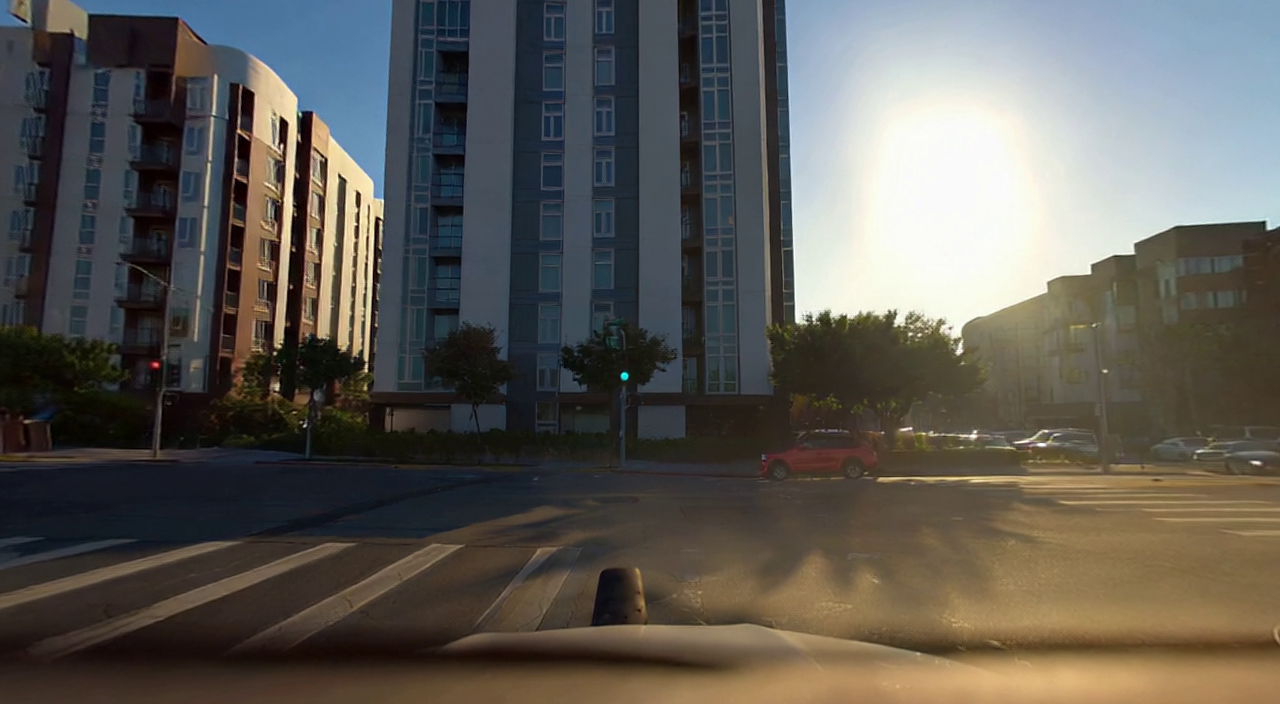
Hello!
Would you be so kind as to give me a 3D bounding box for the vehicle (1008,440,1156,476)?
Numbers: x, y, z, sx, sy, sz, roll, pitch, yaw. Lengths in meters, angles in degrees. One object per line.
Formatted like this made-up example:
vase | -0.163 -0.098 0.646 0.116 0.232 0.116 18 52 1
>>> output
vehicle | 18.592 4.466 26.681 4.823 1.458 1.914 0 -9 -1
